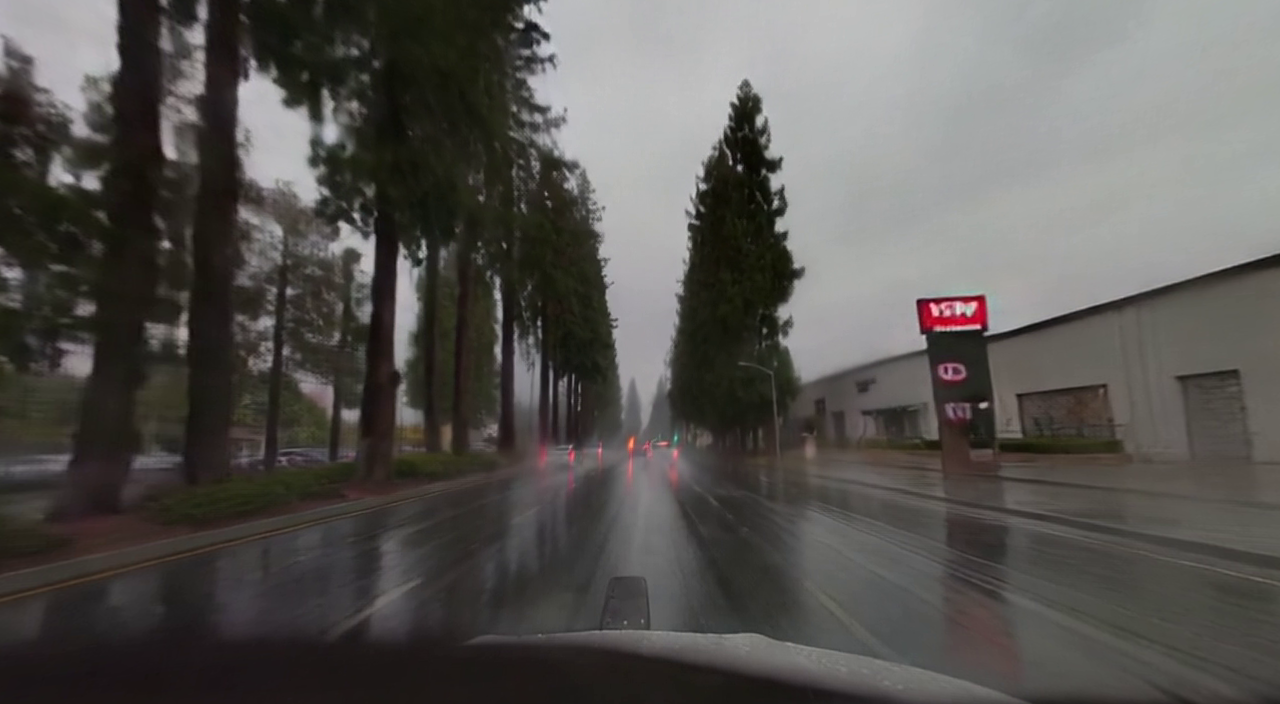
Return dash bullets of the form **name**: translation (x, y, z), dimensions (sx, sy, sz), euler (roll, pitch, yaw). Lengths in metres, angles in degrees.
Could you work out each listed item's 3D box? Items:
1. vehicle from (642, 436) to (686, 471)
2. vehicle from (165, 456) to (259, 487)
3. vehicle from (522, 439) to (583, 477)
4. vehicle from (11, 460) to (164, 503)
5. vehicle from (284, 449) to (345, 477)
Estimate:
- **vehicle**: translation (1.119, 4.996, 31.111), dimensions (1.922, 1.579, 3.642), euler (0, -8, -1)
- **vehicle**: translation (-22.893, 6.384, 33.966), dimensions (1.905, 1.483, 4.479), euler (0, -8, 0)
- **vehicle**: translation (-3.671, 4.533, 27.284), dimensions (1.908, 1.481, 4.536), euler (0, -8, 1)
- **vehicle**: translation (-22.856, 5.344, 26.405), dimensions (1.862, 1.506, 4.983), euler (0, -9, 1)
- **vehicle**: translation (-22.730, 7.744, 44.178), dimensions (1.887, 1.801, 4.587), euler (0, -8, -1)
